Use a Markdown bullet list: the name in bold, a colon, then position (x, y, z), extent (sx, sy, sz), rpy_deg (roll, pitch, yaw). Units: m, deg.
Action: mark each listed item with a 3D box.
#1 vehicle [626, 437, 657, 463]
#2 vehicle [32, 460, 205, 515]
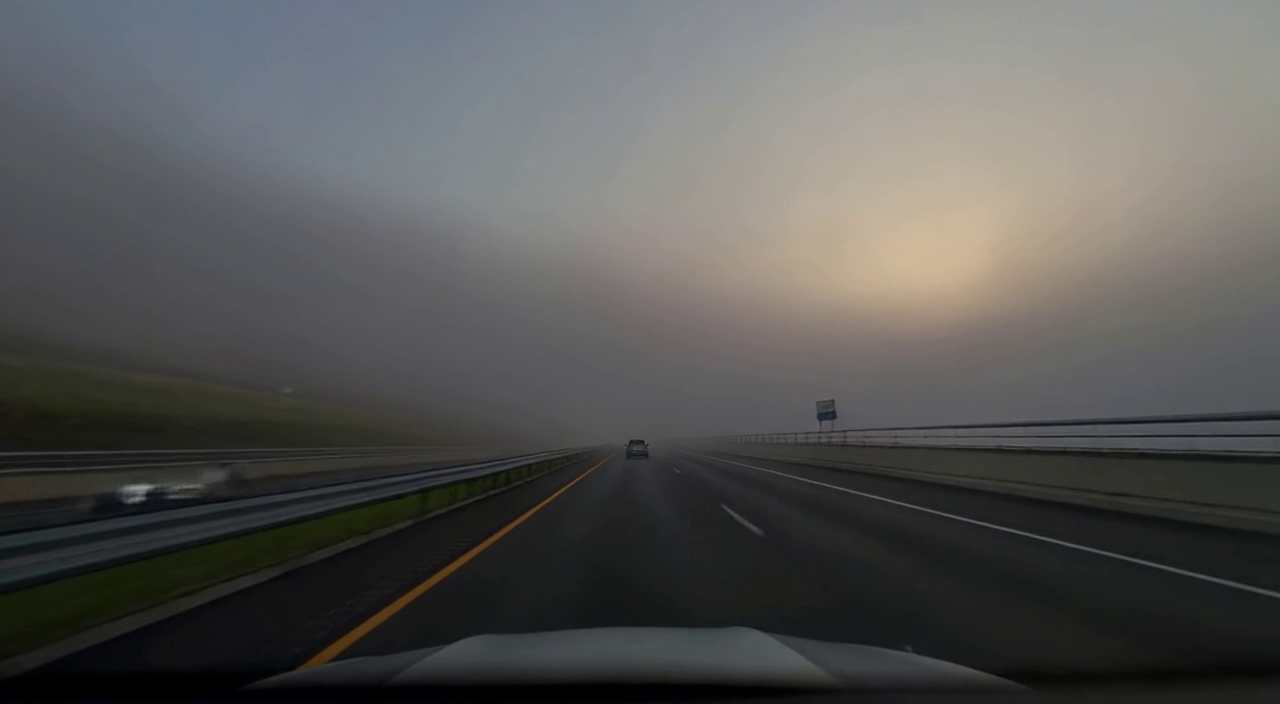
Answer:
- **vehicle**: position (0.072, 6.853, 44.105), extent (2.059, 1.696, 4.165), rpy_deg (0, -8, -1)
- **vehicle**: position (-16.926, 4.371, 20.784), extent (2.019, 1.473, 4.338), rpy_deg (0, -8, -1)
